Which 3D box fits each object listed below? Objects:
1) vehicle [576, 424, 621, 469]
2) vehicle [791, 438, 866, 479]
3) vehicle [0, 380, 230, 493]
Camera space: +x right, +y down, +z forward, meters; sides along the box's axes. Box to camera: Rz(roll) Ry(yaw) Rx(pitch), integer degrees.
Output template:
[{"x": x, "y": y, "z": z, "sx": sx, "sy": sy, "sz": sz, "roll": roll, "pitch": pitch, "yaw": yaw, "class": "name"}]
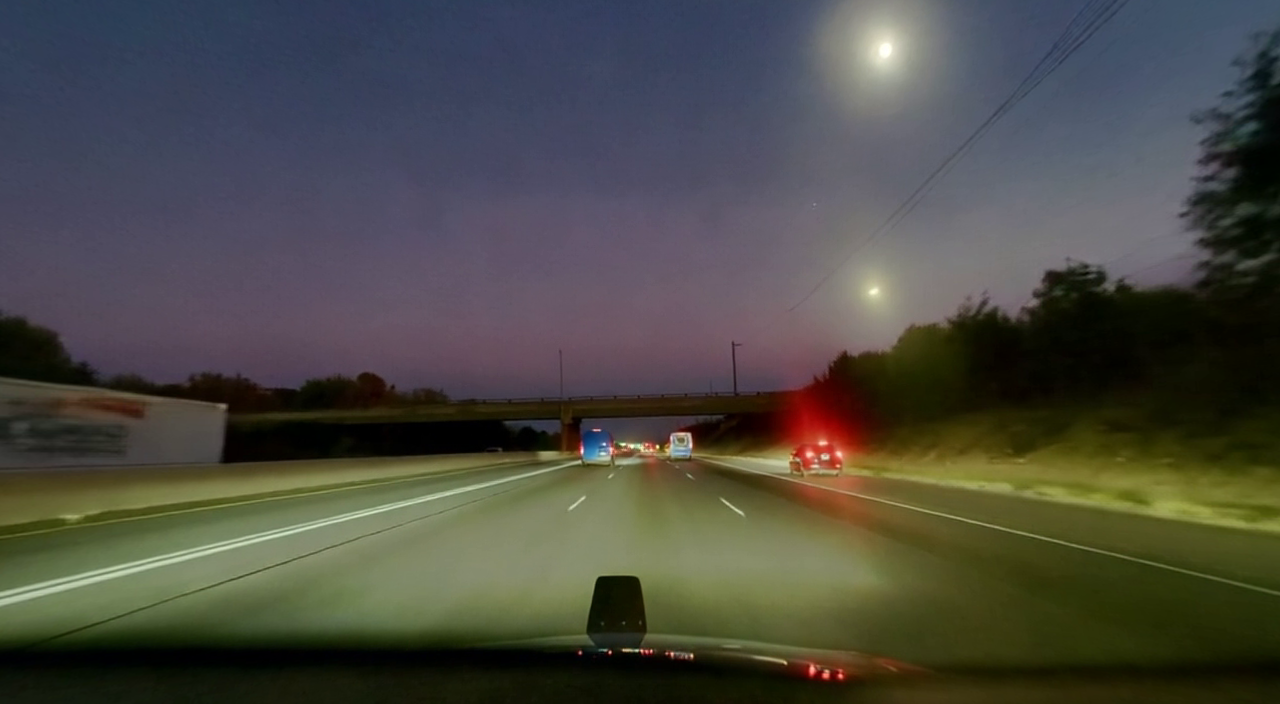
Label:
[{"x": -2.541, "y": 6.069, "z": 40.299, "sx": 2.451, "sy": 2.627, "sz": 5.868, "roll": 0, "pitch": -9, "yaw": 0, "class": "vehicle"}, {"x": 8.164, "y": 4.661, "z": 27.695, "sx": 1.936, "sy": 1.664, "sz": 4.198, "roll": 0, "pitch": -9, "yaw": 0, "class": "vehicle"}, {"x": -19.774, "y": 3.227, "z": 23.638, "sx": 3.267, "sy": 3.506, "sz": 7.908, "roll": 0, "pitch": -9, "yaw": 1, "class": "vehicle"}]
